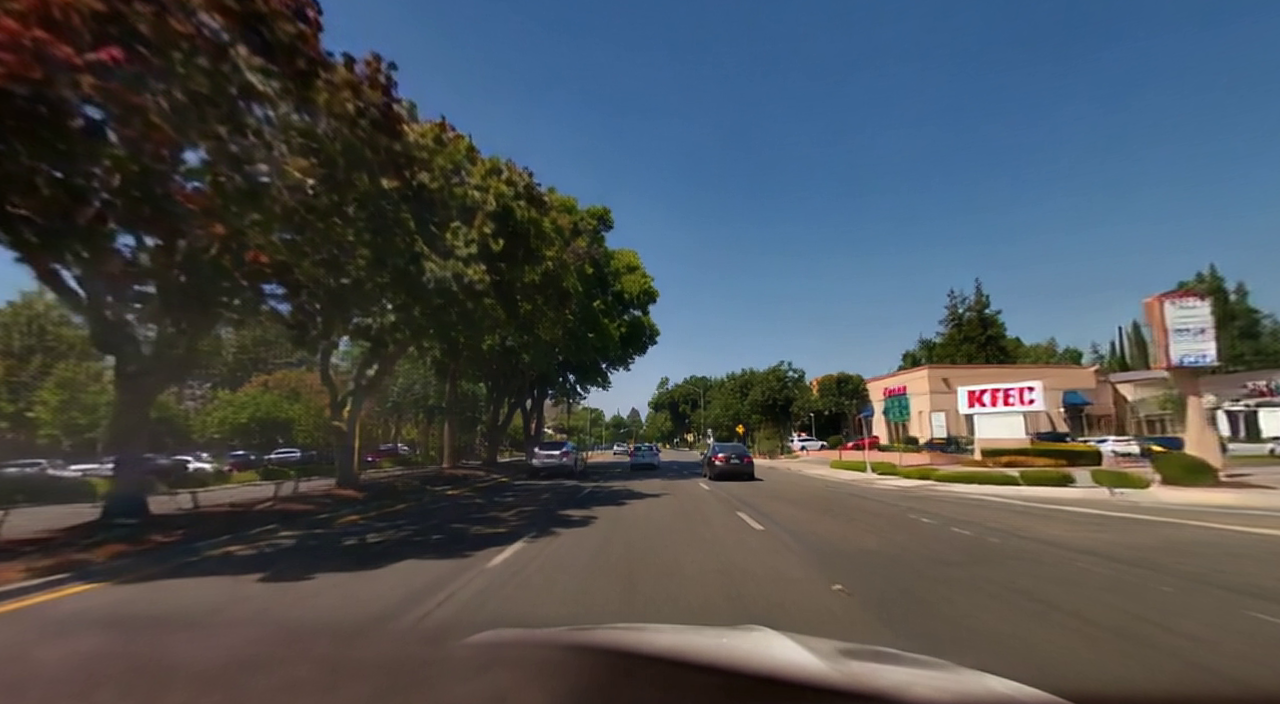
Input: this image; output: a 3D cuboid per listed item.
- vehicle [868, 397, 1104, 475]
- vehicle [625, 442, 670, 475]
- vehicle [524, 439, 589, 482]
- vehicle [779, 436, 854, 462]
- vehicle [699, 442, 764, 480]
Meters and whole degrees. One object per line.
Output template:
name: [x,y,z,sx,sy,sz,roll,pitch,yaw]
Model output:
vehicle: [14.838,3.734,27.685,8.343,3.028,3.002,-2,-9,3]
vehicle: [0.335,5.182,30.847,2.059,1.477,4.216,0,-8,0]
vehicle: [-3.329,4.407,25.923,1.995,1.607,4.086,0,-8,1]
vehicle: [13.726,7.543,49.180,5.144,1.834,2.188,-2,-8,2]
vehicle: [3.769,4.557,26.685,2.012,1.462,4.400,0,-8,-1]
